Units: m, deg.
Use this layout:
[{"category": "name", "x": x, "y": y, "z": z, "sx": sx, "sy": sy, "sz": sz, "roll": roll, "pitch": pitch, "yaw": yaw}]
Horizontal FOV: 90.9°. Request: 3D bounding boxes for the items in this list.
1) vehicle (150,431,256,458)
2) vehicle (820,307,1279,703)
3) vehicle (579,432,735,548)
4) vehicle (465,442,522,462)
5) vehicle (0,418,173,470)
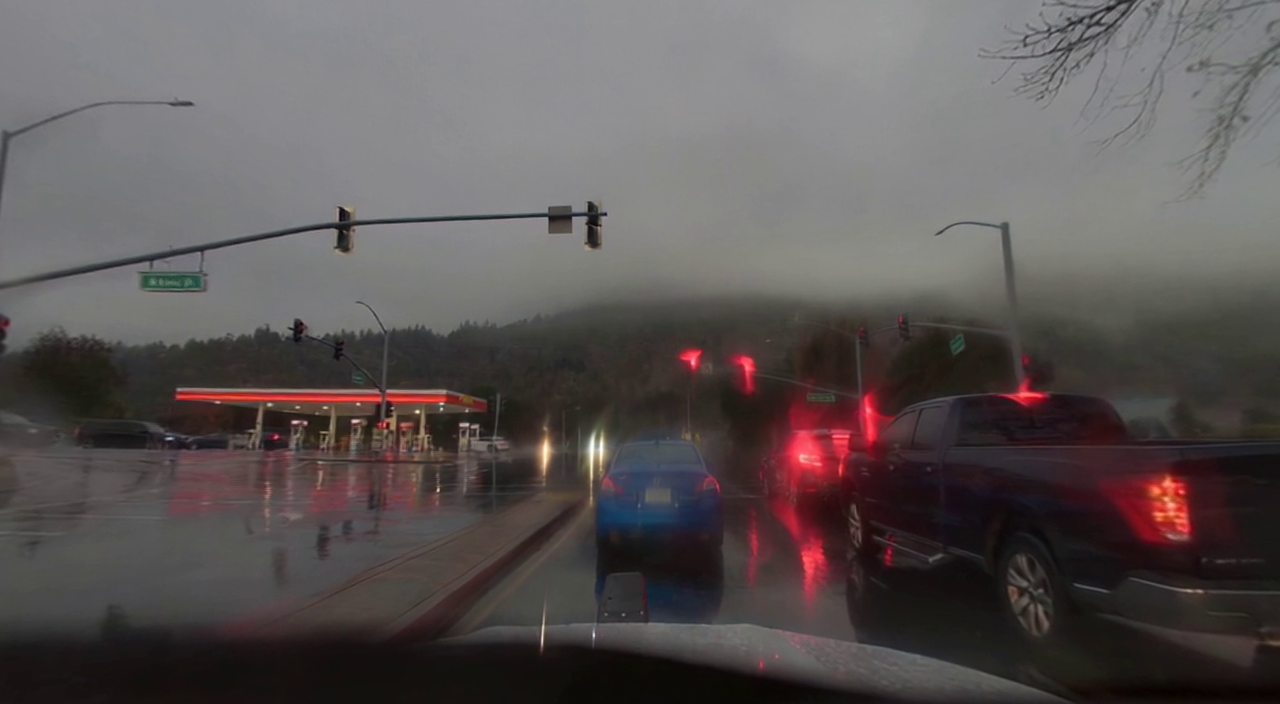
[{"category": "vehicle", "x": -23.200, "y": 4.932, "z": 33.577, "sx": 4.326, "sy": 1.420, "sz": 1.798, "roll": -1, "pitch": -8, "yaw": 4}, {"category": "vehicle", "x": 3.533, "y": 1.201, "z": 5.269, "sx": 2.277, "sy": 1.871, "sz": 6.143, "roll": 0, "pitch": -8, "yaw": 0}, {"category": "vehicle", "x": 0.221, "y": 2.082, "z": 10.186, "sx": 2.027, "sy": 1.494, "sz": 3.824, "roll": 0, "pitch": -8, "yaw": 0}, {"category": "vehicle", "x": -11.456, "y": 7.825, "z": 49.622, "sx": 1.963, "sy": 1.460, "sz": 4.528, "roll": -4, "pitch": -9, "yaw": 26}, {"category": "vehicle", "x": -19.697, "y": 3.265, "z": 22.317, "sx": 4.742, "sy": 1.720, "sz": 2.107, "roll": -1, "pitch": -8, "yaw": 5}]
